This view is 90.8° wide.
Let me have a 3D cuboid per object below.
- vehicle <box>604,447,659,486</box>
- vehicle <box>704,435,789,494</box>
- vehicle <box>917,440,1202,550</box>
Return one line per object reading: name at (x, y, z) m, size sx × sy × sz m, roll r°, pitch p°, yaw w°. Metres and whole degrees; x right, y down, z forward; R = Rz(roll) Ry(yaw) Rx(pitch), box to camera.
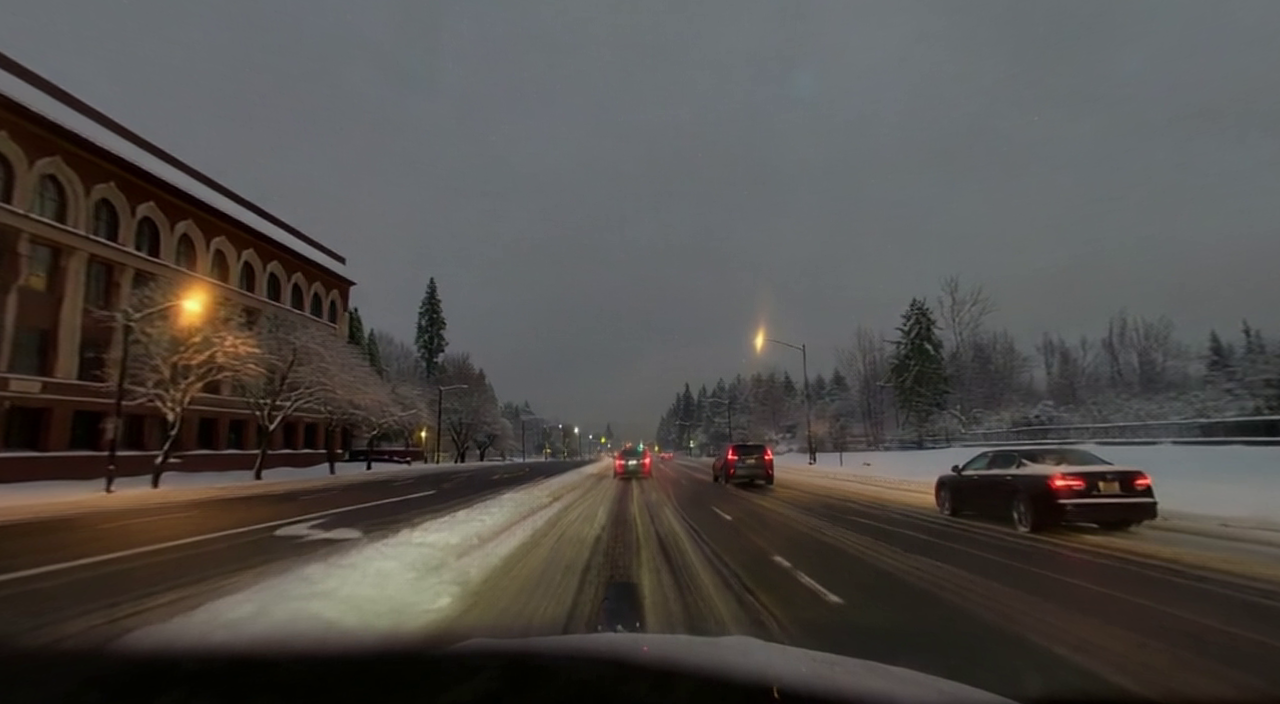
vehicle at (-0.348, 4.617, 25.921) m, size 2.054 × 1.446 × 3.969 m, roll 0°, pitch -9°, yaw -1°
vehicle at (3.466, 3.757, 21.420) m, size 2.036 × 1.757 × 4.300 m, roll 0°, pitch -9°, yaw -1°
vehicle at (6.705, 2.279, 10.841) m, size 1.868 × 1.472 × 4.274 m, roll 0°, pitch -9°, yaw -1°
